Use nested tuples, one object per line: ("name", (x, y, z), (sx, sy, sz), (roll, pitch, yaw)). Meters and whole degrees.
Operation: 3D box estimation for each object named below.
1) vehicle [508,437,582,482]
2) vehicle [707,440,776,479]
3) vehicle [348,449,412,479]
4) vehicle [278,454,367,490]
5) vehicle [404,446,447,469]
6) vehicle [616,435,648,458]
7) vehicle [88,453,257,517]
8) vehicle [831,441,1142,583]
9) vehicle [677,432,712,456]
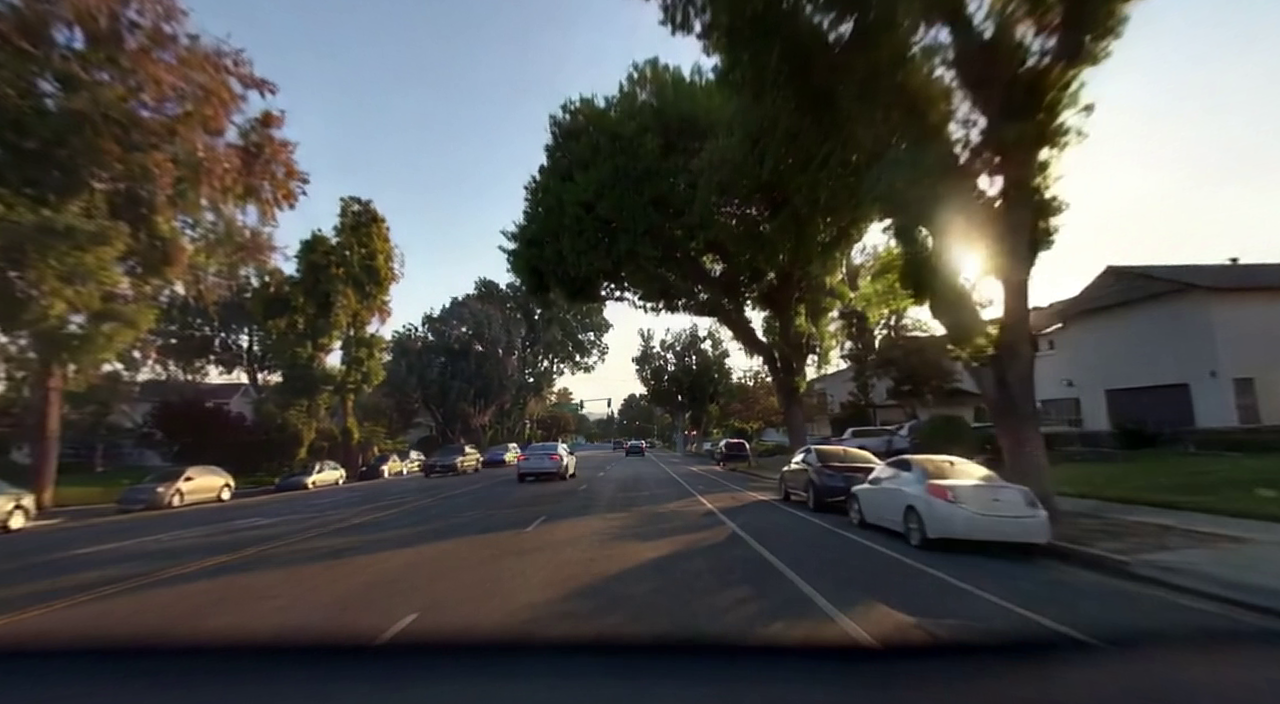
("vehicle", (-3.387, 3.943, 23.429), (2.027, 1.477, 4.413), (0, -8, 1))
("vehicle", (4.175, 4.522, 26.854), (1.928, 1.479, 5.069), (0, -8, -2))
("vehicle", (-14.673, 6.316, 35.955), (1.830, 1.511, 4.734), (0, -8, -2))
("vehicle", (-14.699, 5.544, 29.581), (1.827, 1.480, 4.738), (0, -8, -1))
("vehicle", (-14.822, 7.309, 43.815), (1.703, 1.486, 3.862), (0, -8, -1))
("vehicle", (-0.516, 6.521, 43.478), (2.088, 1.495, 4.048), (0, -8, 0))
("vehicle", (-14.700, 4.156, 20.292), (1.914, 1.747, 4.550), (0, -8, 0))
("vehicle", (4.280, 1.995, 8.825), (1.890, 1.459, 4.371), (0, -8, 1))
("vehicle", (4.165, 7.103, 48.719), (2.139, 1.794, 4.743), (0, -8, -2))
